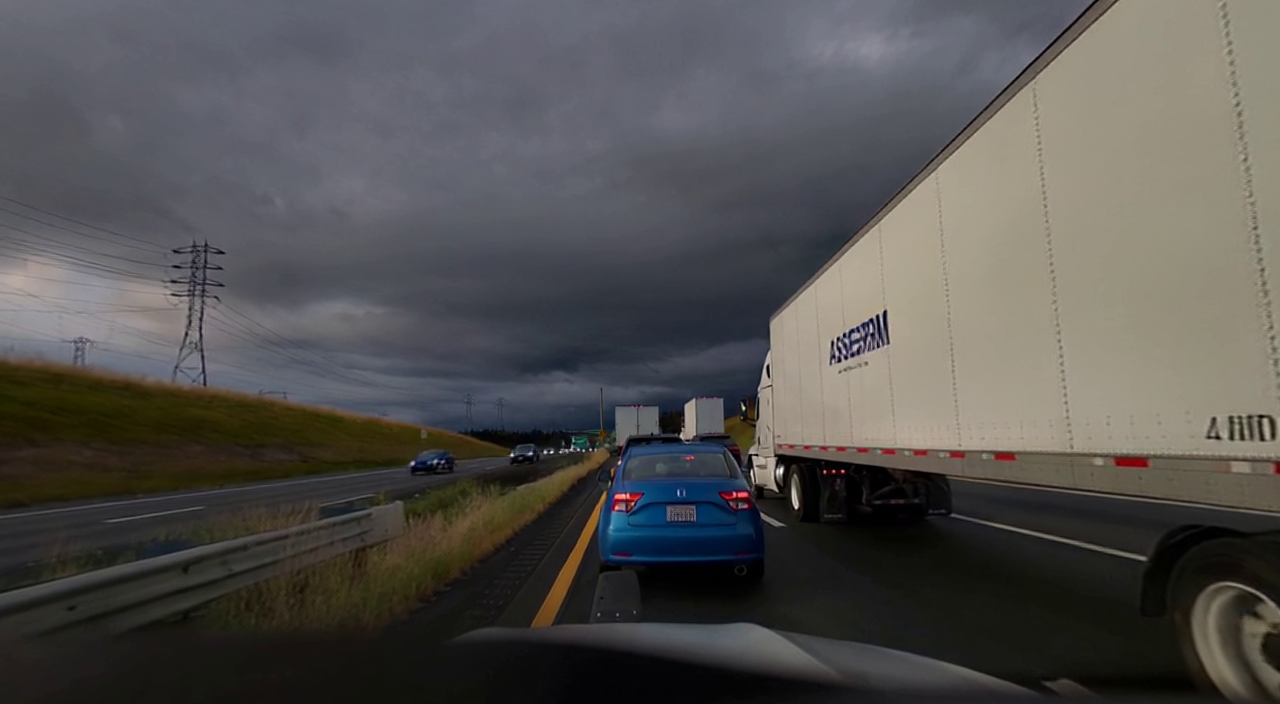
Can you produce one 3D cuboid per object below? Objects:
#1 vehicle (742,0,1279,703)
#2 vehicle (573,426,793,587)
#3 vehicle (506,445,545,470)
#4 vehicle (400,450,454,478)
[{"bbox_3d":[4.155,0.355,7.387,3.138,4.065,14.276,0,-8,-2],"label":"vehicle"},{"bbox_3d":[0.329,1.694,7.718,2.045,1.446,3.597,0,-8,-2],"label":"vehicle"},{"bbox_3d":[-8.274,7.618,45.773,1.991,1.629,4.259,-1,-8,0],"label":"vehicle"},{"bbox_3d":[-12.382,6.530,36.846,1.795,1.441,3.759,-1,-8,0],"label":"vehicle"}]
